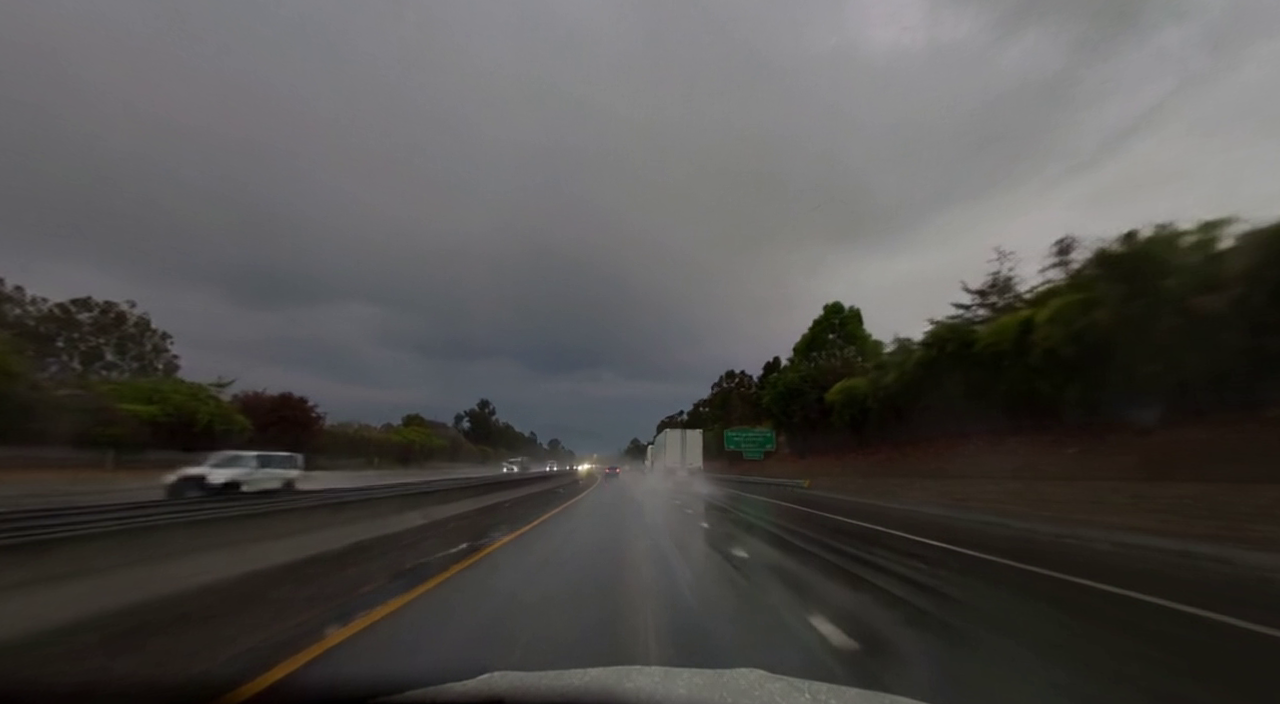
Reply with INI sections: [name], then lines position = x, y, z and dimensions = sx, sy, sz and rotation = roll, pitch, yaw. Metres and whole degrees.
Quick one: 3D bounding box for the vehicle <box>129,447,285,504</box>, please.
[vehicle]
position = -13.134, 3.797, 19.492
dimensions = 1.855, 1.486, 4.106
rotation = 1, -10, 0
